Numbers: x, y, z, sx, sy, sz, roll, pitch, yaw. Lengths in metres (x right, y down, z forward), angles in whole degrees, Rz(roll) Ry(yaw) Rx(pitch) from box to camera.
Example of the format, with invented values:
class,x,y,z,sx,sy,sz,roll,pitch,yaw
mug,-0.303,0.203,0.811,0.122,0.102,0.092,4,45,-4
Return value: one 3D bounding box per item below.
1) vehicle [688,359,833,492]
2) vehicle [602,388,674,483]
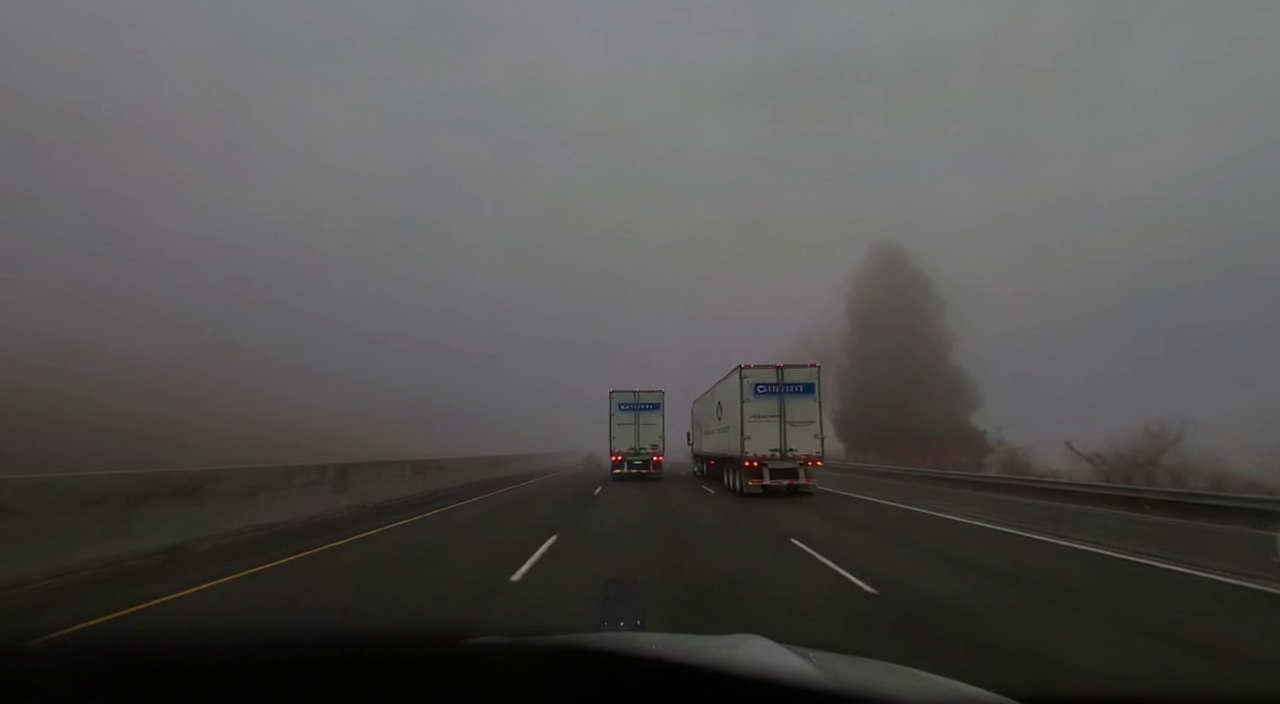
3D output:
class,x,y,z,sx,sy,sz,roll,pitch,yaw
vehicle,4.290,3.372,26.877,3.044,4.128,14.482,0,-9,-1
vehicle,-0.049,4.102,30.311,2.864,3.805,9.709,0,-9,0
